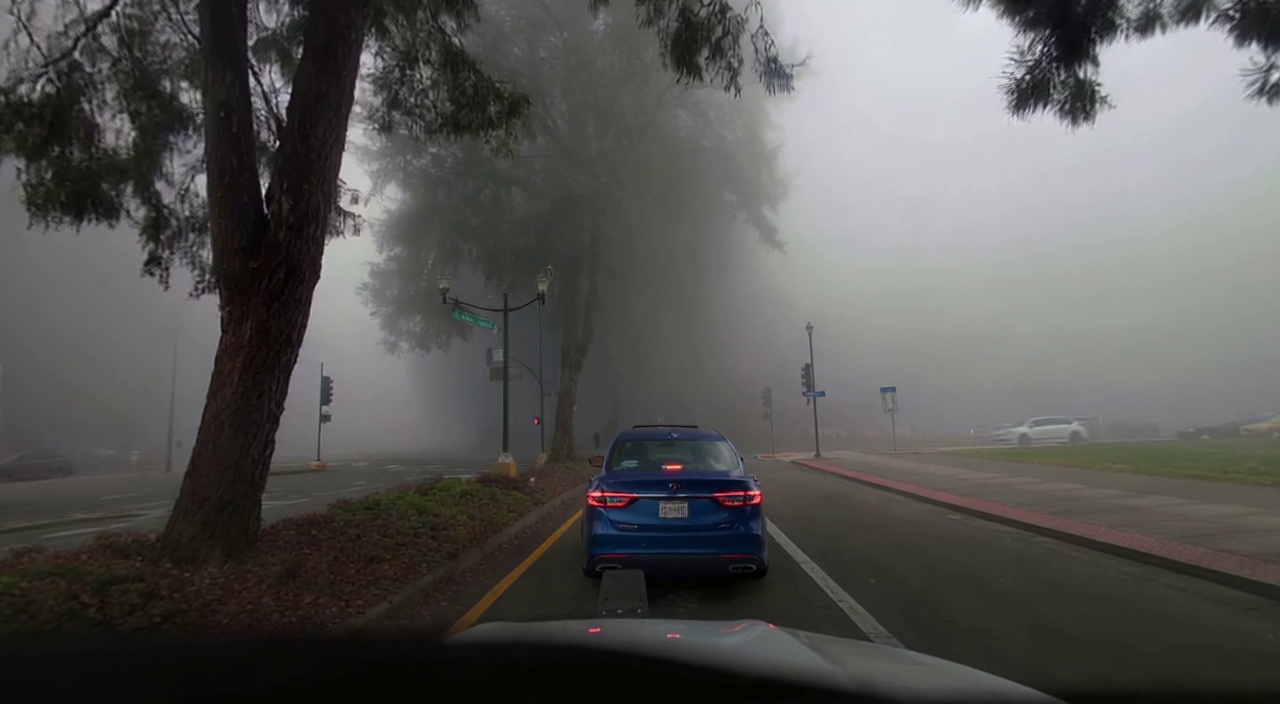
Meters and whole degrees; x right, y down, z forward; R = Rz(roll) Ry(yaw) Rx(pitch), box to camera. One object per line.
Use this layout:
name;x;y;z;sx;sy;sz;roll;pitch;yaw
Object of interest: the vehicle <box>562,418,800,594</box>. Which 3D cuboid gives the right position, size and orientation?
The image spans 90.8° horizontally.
vehicle;0.389;1.611;7.401;2.035;1.499;3.799;0;-8;1
